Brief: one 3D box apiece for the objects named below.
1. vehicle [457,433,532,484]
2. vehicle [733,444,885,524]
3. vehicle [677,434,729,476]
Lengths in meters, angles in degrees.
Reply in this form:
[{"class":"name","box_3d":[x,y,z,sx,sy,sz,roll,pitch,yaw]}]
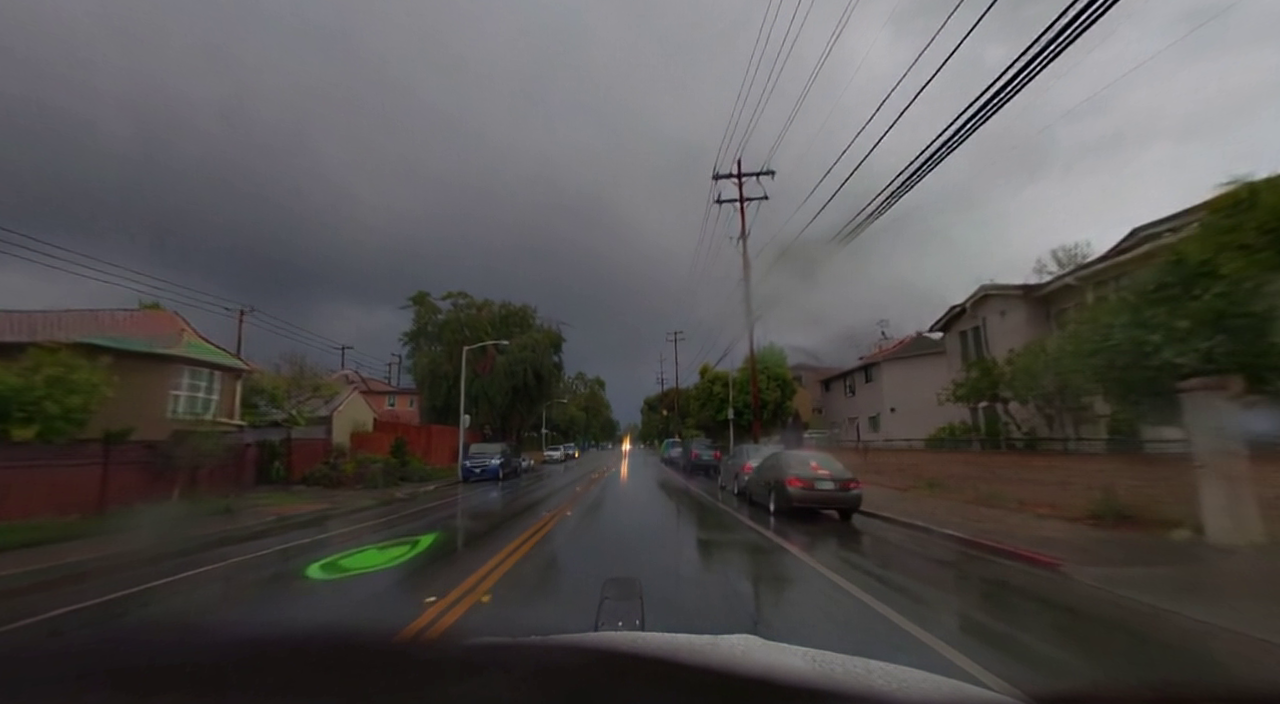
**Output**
[{"class":"vehicle","box_3d":[-6.785,4.980,30.156,2.451,2.099,5.112,-1,-7,0]},{"class":"vehicle","box_3d":[3.321,2.672,13.439,1.967,1.382,4.361,0,-8,-1]},{"class":"vehicle","box_3d":[3.163,5.317,32.833,2.065,1.953,5.359,0,-8,-1]}]
